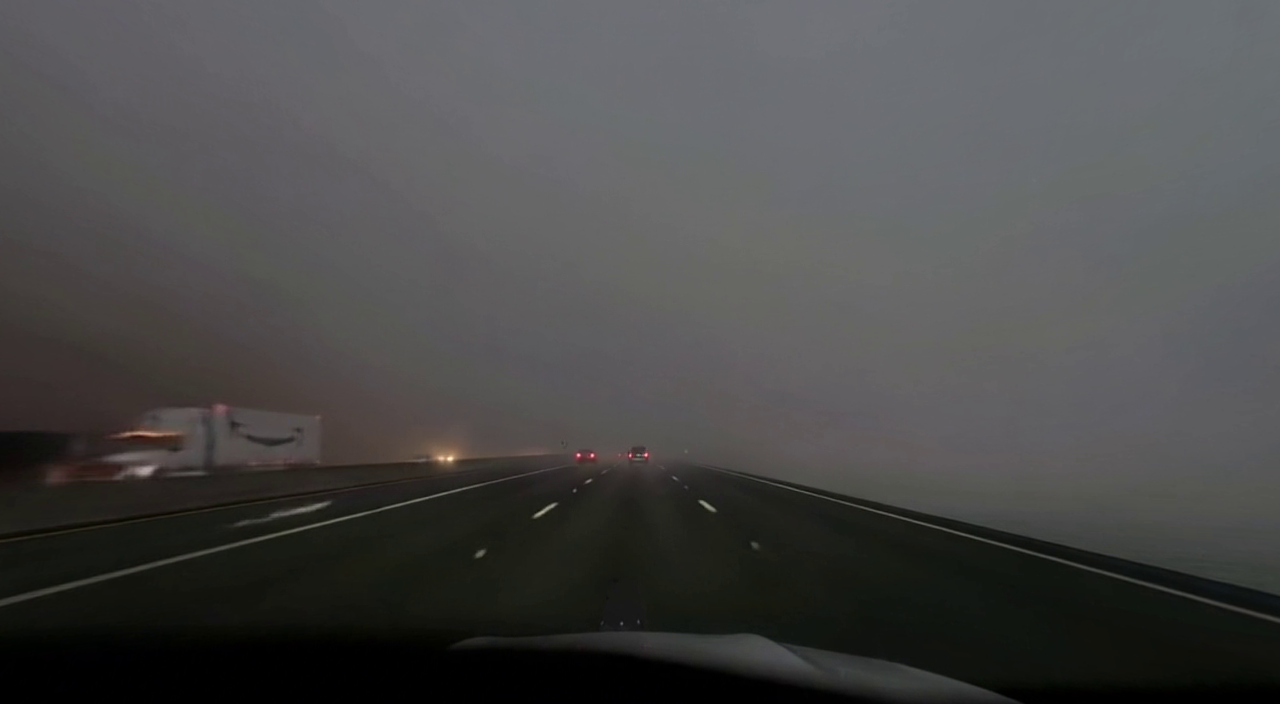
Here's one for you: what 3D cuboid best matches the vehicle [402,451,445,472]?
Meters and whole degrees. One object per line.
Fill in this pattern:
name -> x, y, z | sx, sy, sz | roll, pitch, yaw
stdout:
vehicle -> -15.284, 7.705, 44.661 | 1.720, 1.396, 3.502 | 0, -9, 1

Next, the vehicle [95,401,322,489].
vehicle -> -23.240, 5.347, 35.911 | 2.898, 3.947, 14.192 | 0, -9, 0
